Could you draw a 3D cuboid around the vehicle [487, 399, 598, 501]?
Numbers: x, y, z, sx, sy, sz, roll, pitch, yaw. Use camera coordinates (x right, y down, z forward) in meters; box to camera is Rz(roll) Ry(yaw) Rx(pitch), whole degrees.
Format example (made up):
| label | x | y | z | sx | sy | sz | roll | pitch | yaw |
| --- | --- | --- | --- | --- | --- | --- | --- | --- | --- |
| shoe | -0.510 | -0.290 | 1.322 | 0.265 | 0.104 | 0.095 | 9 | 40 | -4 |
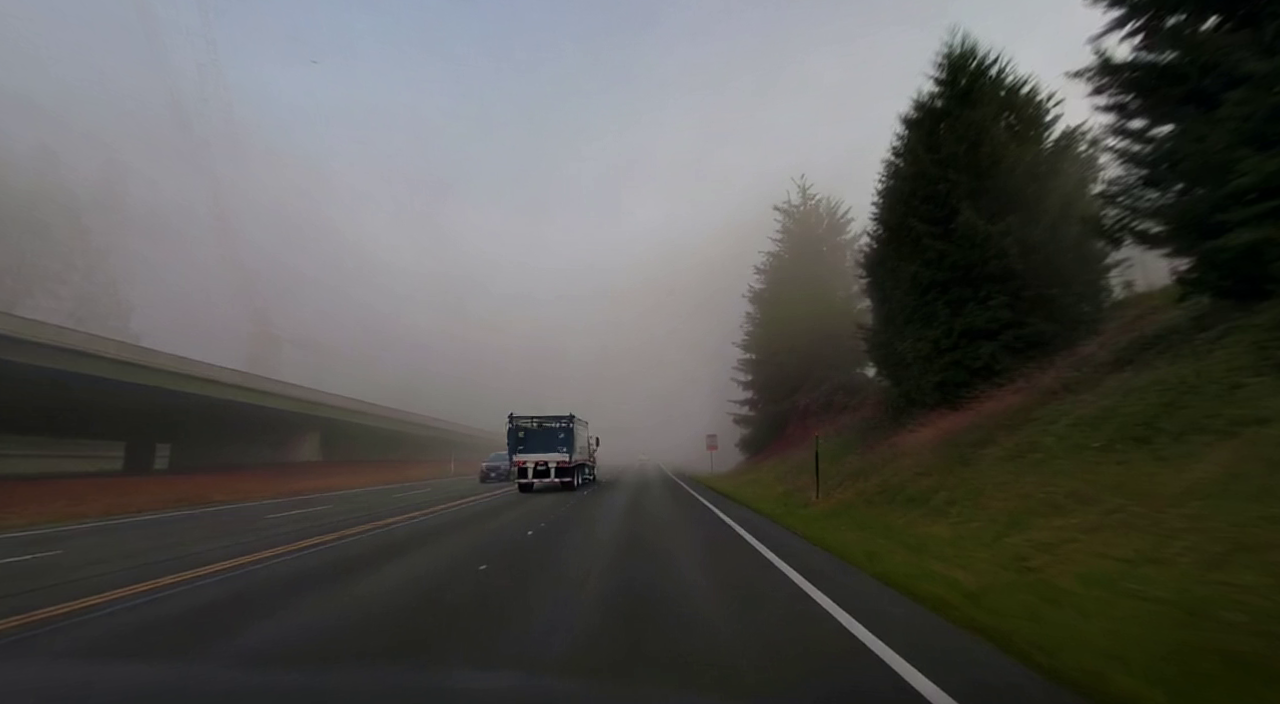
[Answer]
| label | x | y | z | sx | sy | sz | roll | pitch | yaw |
| --- | --- | --- | --- | --- | --- | --- | --- | --- | --- |
| vehicle | -2.885 | 3.213 | 20.663 | 2.565 | 2.771 | 6.641 | 0 | -9 | 0 |
